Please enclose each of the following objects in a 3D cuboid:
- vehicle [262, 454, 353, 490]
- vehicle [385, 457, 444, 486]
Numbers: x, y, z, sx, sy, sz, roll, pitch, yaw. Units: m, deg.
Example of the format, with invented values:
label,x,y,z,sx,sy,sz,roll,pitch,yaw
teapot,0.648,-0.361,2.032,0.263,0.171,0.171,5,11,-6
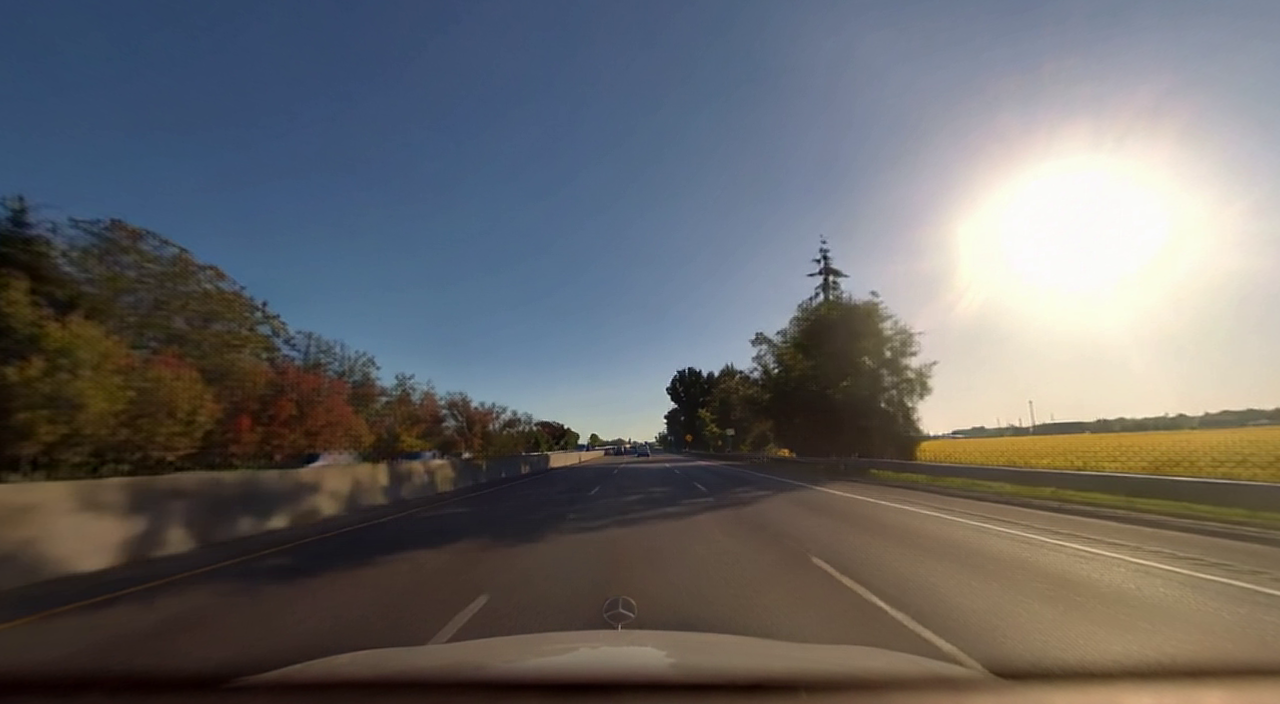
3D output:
label,x,y,z,sx,sy,sz,roll,pitch,yaw
vehicle,-15.666,5.647,29.910,1.837,1.501,4.587,0,-9,0
vehicle,-11.710,6.186,32.881,1.714,1.369,3.700,0,-9,0
